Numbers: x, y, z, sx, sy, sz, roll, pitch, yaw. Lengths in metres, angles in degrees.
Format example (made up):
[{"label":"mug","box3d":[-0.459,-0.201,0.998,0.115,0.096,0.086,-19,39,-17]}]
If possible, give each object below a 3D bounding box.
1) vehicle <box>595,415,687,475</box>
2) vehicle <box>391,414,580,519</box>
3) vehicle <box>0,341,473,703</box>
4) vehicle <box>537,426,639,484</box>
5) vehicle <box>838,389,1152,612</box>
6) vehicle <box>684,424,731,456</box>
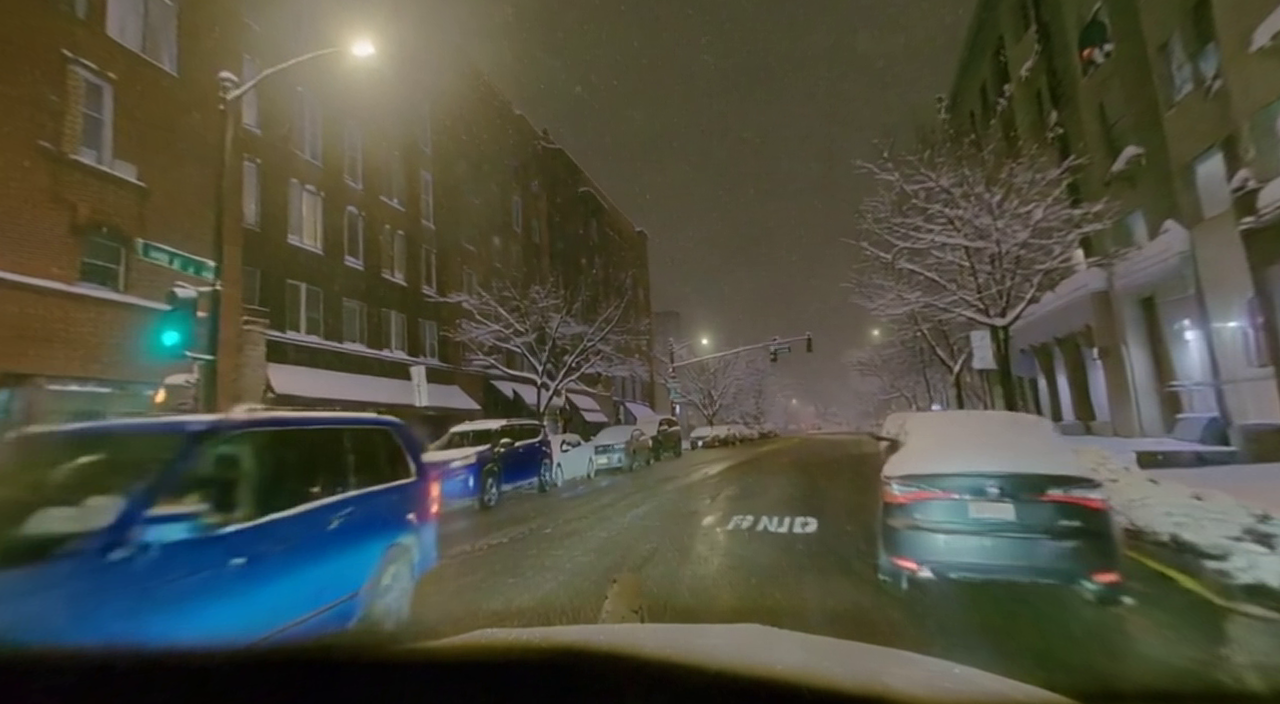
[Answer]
[{"label":"vehicle","box3d":[0.197,3.968,27.758,2.260,2.136,5.669,-7,-7,17]},{"label":"vehicle","box3d":[-3.742,2.814,16.560,2.120,2.078,5.403,-8,-7,18]},{"label":"vehicle","box3d":[-2.982,1.046,3.446,2.181,1.723,4.692,-3,-9,10]},{"label":"vehicle","box3d":[-1.711,3.582,22.165,1.960,1.765,4.343,-4,-9,19]},{"label":"vehicle","box3d":[3.190,1.346,6.636,1.892,1.481,4.365,-4,-9,19]},{"label":"vehicle","box3d":[4.412,5.604,40.585,1.948,1.693,4.325,-7,-7,19]}]
